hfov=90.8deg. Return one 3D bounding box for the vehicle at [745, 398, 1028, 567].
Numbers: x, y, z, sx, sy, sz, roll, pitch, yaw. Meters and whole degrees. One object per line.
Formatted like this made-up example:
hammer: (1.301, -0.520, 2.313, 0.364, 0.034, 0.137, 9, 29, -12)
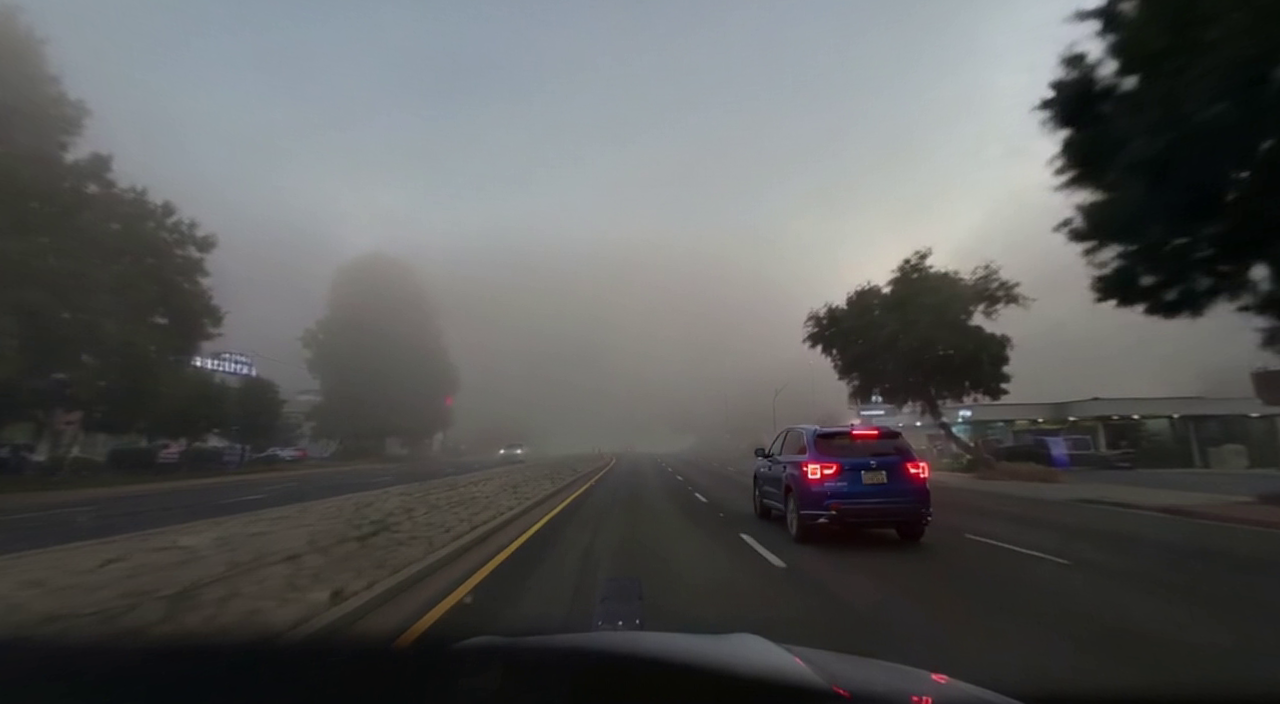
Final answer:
vehicle: (3.042, 1.754, 9.156, 2.130, 1.790, 4.615, 0, -9, -1)
